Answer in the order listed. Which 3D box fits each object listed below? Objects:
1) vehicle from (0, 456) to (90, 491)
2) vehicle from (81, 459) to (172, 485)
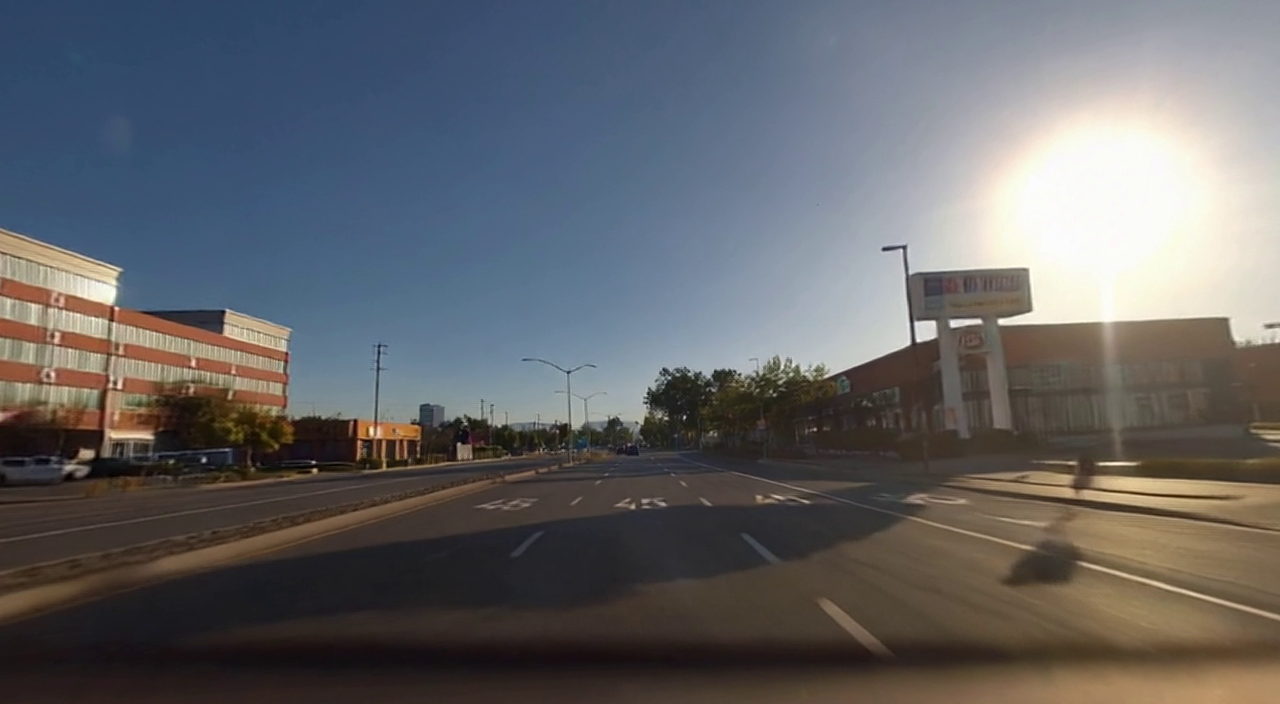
[{"bbox_3d":[-38.175,7.668,40.218,2.005,1.915,5.056,0,-8,-4],"label":"vehicle"},{"bbox_3d":[-32.992,7.708,40.805,1.809,1.448,4.747,-1,-8,2],"label":"vehicle"}]
